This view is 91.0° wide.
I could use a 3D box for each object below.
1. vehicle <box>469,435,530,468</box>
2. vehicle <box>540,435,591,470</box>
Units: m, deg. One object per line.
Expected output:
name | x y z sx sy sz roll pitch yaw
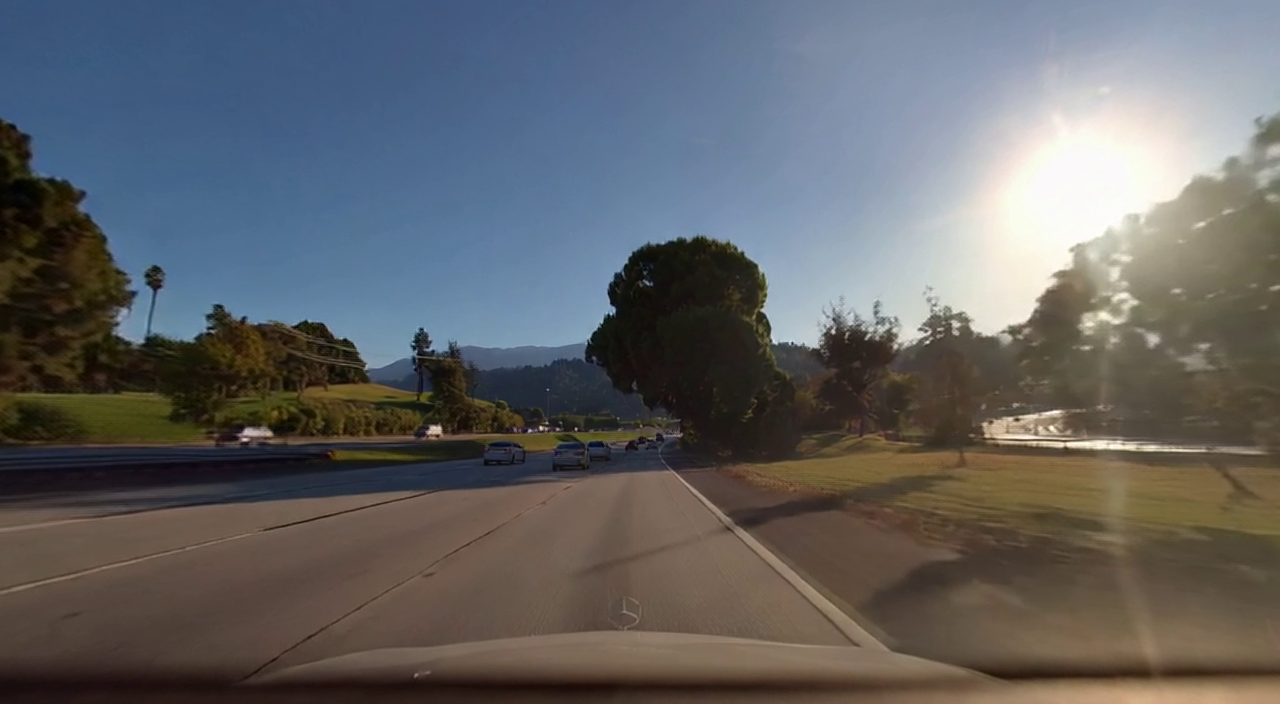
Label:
vehicle | -7.544 5.405 34.313 2.108 1.686 4.556 0 -9 2
vehicle | -3.840 5.317 33.330 2.035 1.673 4.469 0 -9 2
